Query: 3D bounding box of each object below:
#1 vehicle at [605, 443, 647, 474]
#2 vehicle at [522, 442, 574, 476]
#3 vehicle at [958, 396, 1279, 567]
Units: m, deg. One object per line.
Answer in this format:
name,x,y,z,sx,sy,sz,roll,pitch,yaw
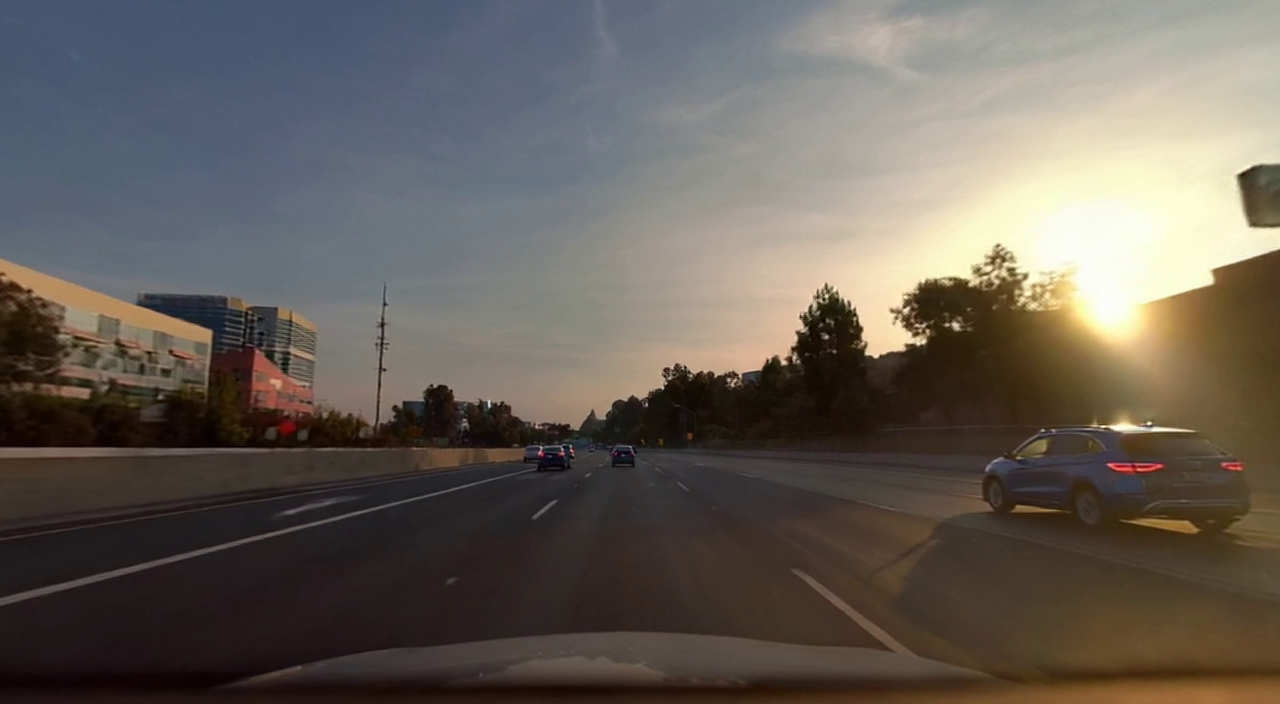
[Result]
vehicle,-0.745,5.442,32.464,1.997,1.485,4.094,0,-9,-2
vehicle,-4.358,5.130,30.578,1.886,1.465,4.625,0,-9,0
vehicle,6.955,1.731,9.185,2.028,1.801,4.741,0,-9,-2
